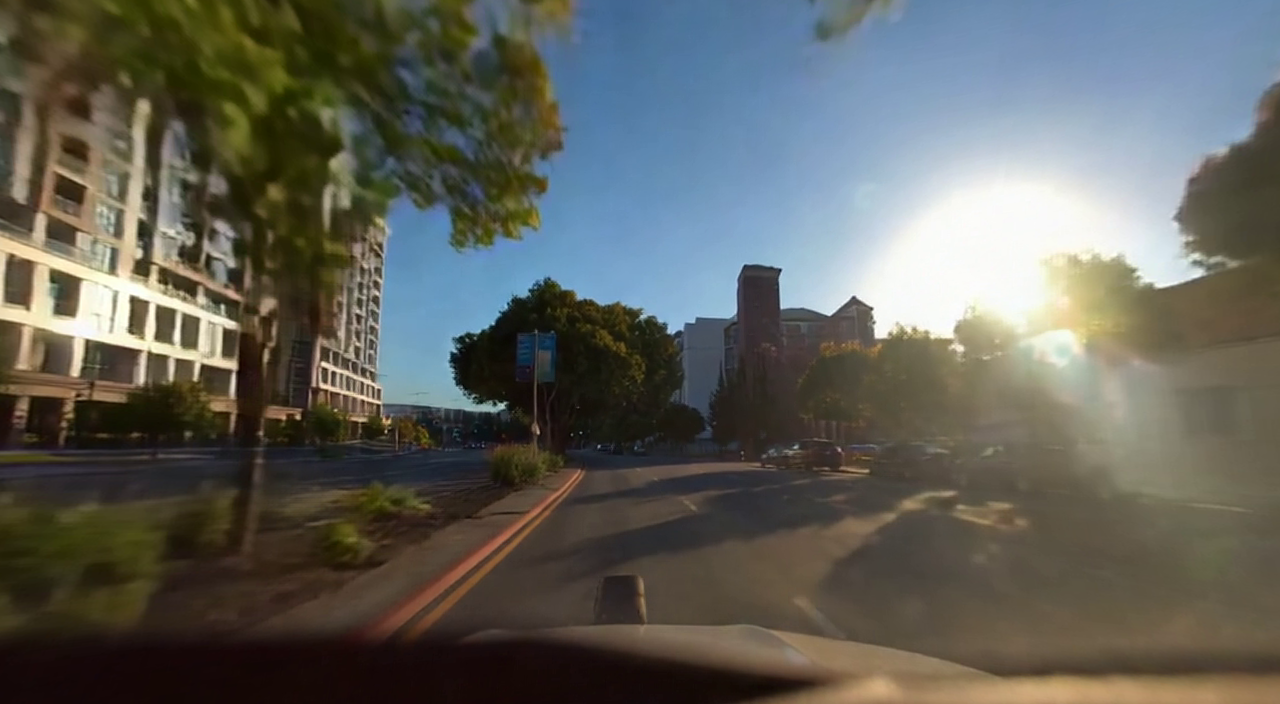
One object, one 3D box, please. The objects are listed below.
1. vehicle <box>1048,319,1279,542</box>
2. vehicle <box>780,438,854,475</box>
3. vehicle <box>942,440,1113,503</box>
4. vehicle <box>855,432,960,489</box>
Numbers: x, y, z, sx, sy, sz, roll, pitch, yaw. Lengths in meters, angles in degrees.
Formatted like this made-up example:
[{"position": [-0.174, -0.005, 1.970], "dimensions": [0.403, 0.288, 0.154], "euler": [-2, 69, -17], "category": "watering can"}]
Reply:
[{"position": [10.874, 1.439, 11.152], "dimensions": [2.853, 3.253, 6.441], "euler": [0, -9, -1], "category": "vehicle"}, {"position": [9.464, 5.634, 34.240], "dimensions": [2.211, 1.831, 5.275], "euler": [1, -9, -3], "category": "vehicle"}, {"position": [10.669, 3.299, 17.870], "dimensions": [1.885, 1.545, 4.377], "euler": [1, -9, -3], "category": "vehicle"}, {"position": [10.420, 4.259, 25.055], "dimensions": [1.916, 1.889, 4.675], "euler": [4, -9, -4], "category": "vehicle"}]
